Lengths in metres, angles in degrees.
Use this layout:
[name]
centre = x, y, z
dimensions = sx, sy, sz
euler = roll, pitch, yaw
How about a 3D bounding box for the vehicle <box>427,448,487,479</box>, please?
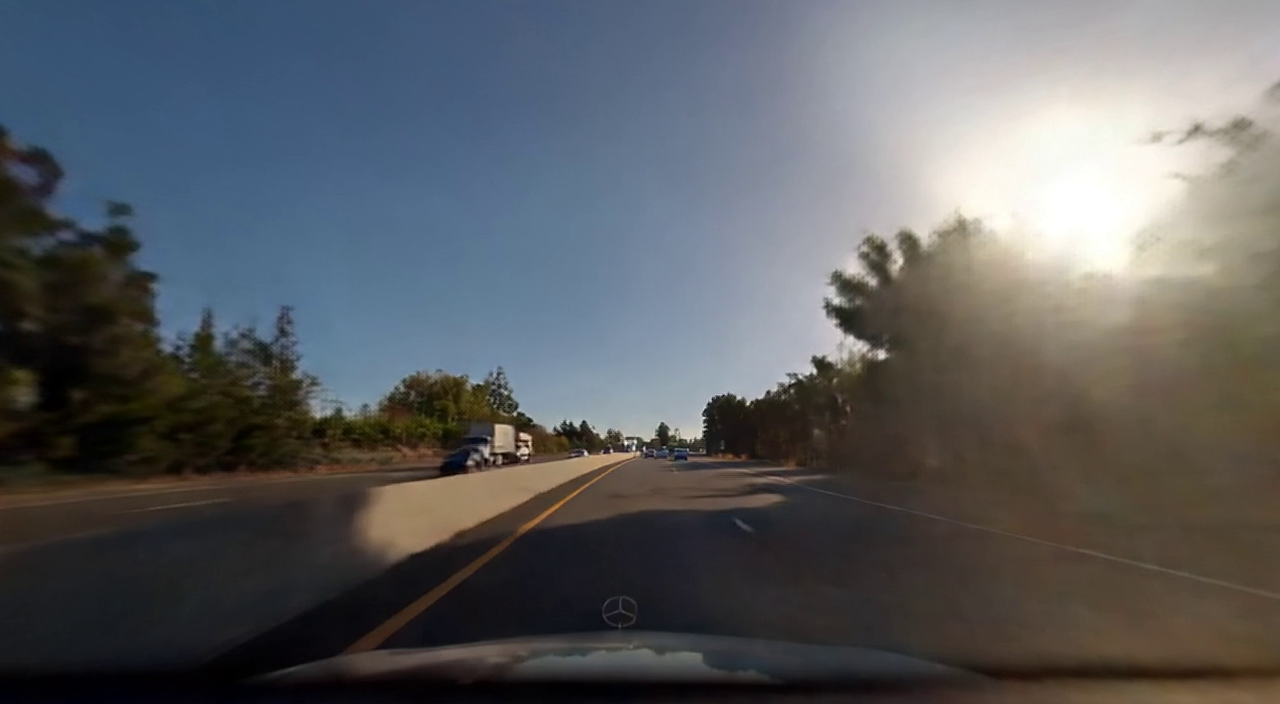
[vehicle]
centre = -9.481, 5.782, 32.814
dimensions = 1.851, 1.472, 3.982
euler = -1, -9, 1
